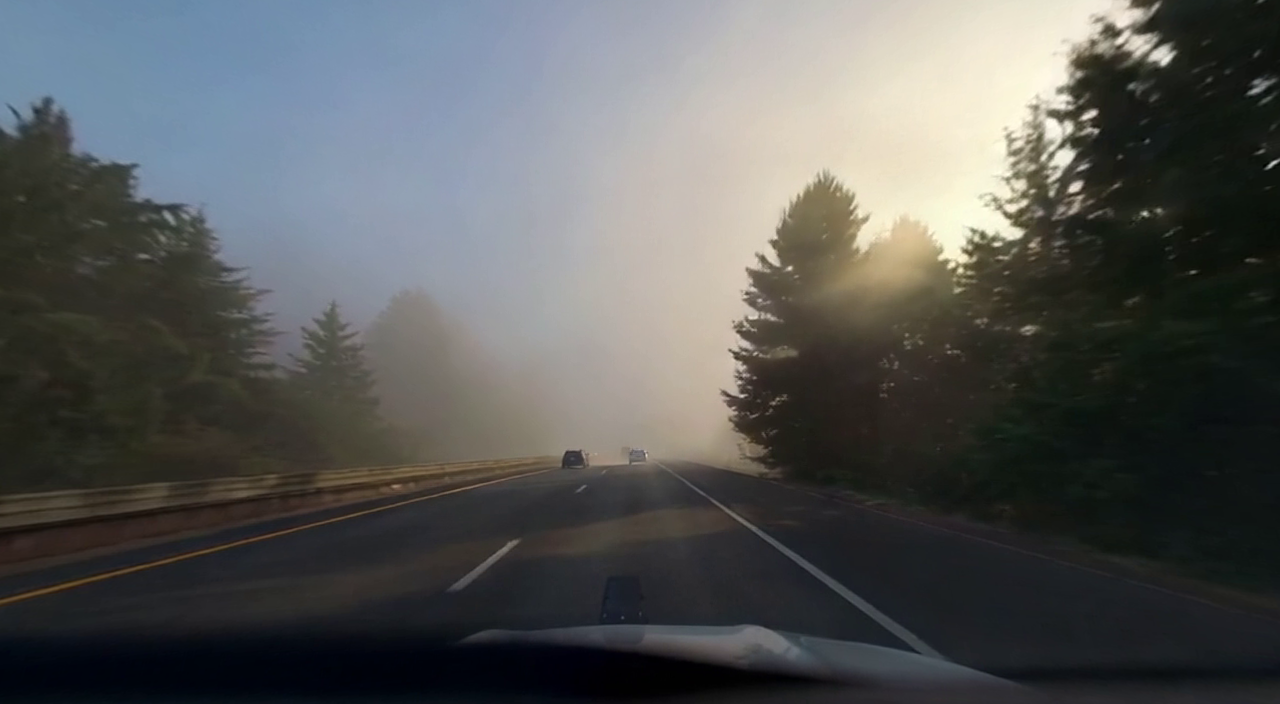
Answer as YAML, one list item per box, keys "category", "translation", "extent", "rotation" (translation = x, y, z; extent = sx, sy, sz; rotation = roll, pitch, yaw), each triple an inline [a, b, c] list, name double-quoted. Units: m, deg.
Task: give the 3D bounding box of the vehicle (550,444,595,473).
- category: "vehicle"
  translation: [-3.953, 6.345, 37.719]
  extent: [2.182, 1.629, 4.263]
  rotation: [0, -9, 0]

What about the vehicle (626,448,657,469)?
- category: "vehicle"
  translation: [0.094, 7.602, 45.200]
  extent: [2.046, 1.452, 4.407]
  rotation: [0, -9, 0]
